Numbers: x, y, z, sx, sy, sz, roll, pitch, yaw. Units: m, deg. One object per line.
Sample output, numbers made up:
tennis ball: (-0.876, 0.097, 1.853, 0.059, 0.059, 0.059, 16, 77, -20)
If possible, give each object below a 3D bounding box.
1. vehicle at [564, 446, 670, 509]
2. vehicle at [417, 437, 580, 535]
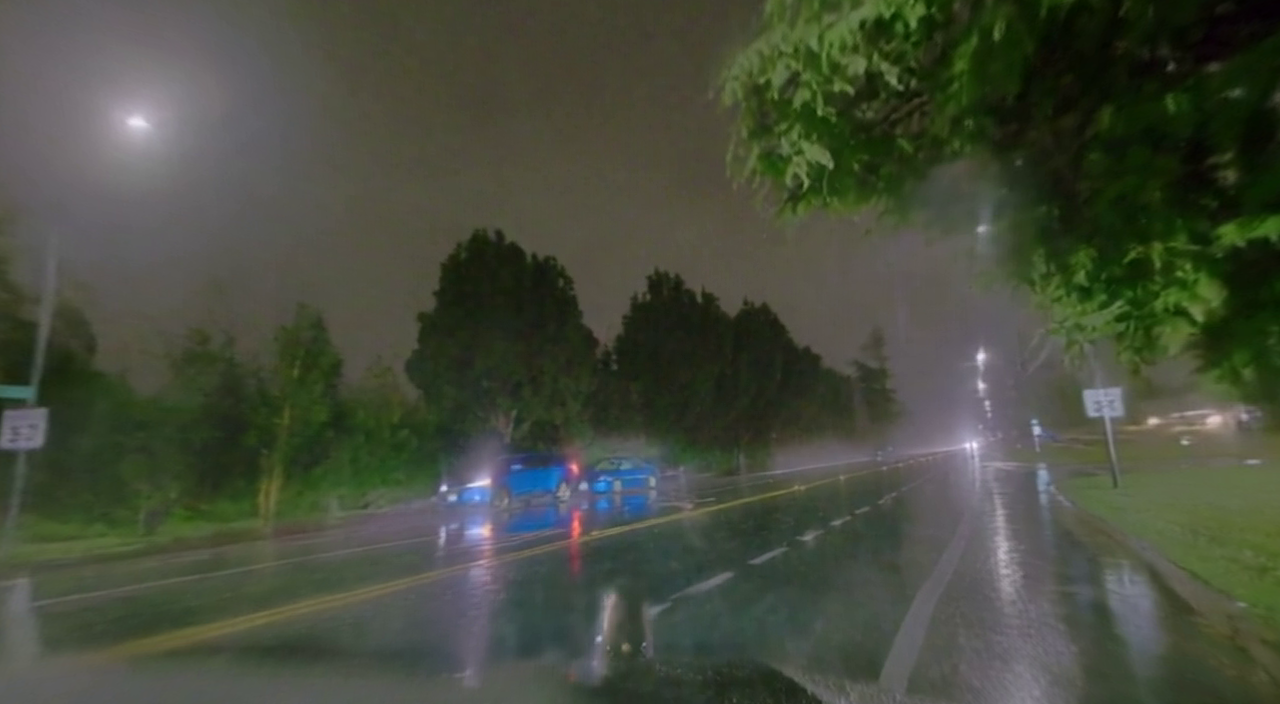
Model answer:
vehicle: (-0.832, 5.060, 25.807, 2.087, 1.700, 4.467, -9, -4, 29)
vehicle: (-4.245, 4.089, 19.941, 2.159, 1.959, 5.179, -9, -3, 24)
